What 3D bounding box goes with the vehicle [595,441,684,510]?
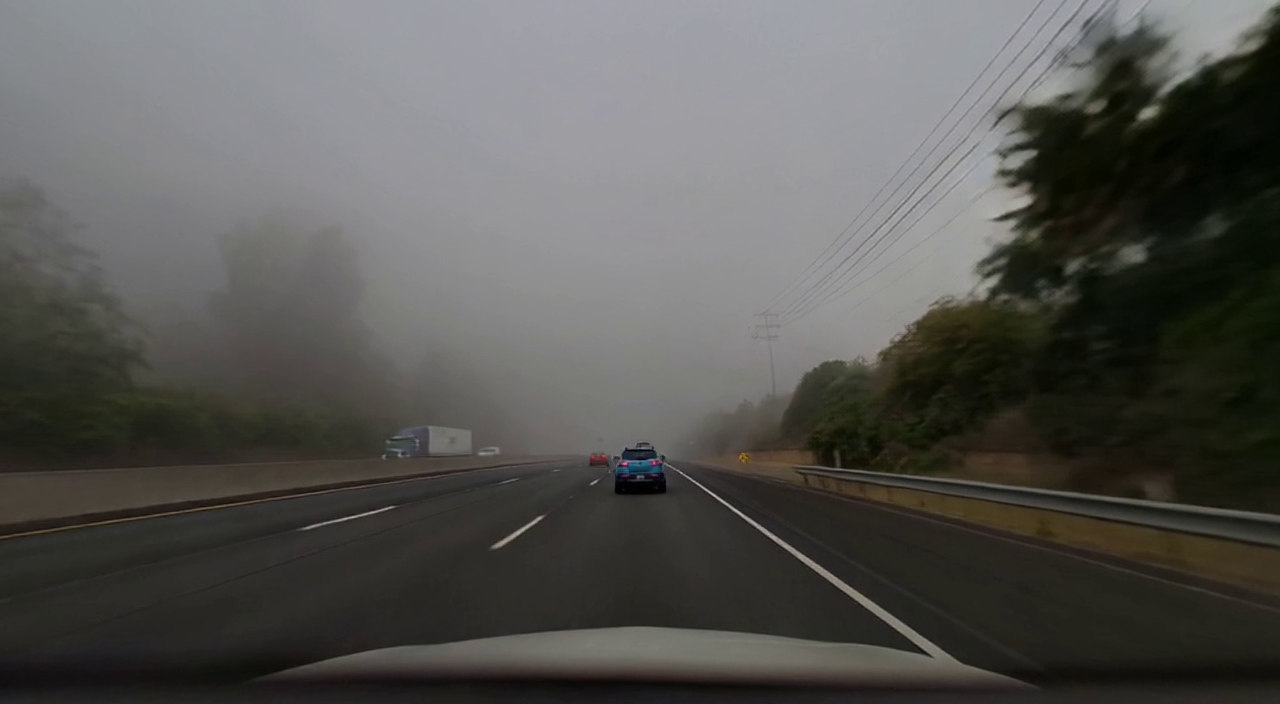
[{"bbox_3d":[-0.032,3.053,16.071,1.966,1.499,4.298,0,-9,-1],"label":"vehicle"}]
